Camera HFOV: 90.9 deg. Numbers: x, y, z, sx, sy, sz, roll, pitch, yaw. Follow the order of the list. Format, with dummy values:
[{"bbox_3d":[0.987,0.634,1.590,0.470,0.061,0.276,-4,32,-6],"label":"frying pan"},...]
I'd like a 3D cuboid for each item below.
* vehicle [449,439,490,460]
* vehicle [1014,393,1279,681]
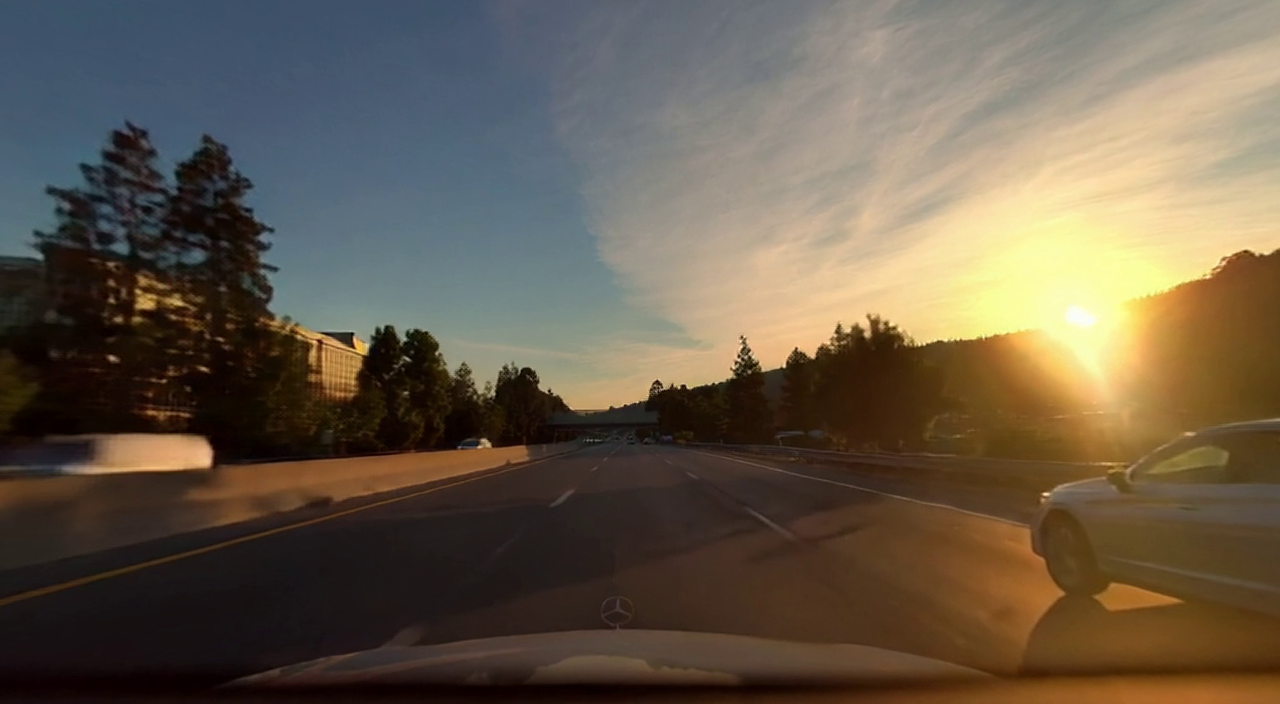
[{"bbox_3d":[-12.641,7.246,46.965,1.902,1.454,4.229,0,-8,1],"label":"vehicle"},{"bbox_3d":[4.613,1.032,3.536,2.095,1.587,4.638,0,-8,-1],"label":"vehicle"}]
